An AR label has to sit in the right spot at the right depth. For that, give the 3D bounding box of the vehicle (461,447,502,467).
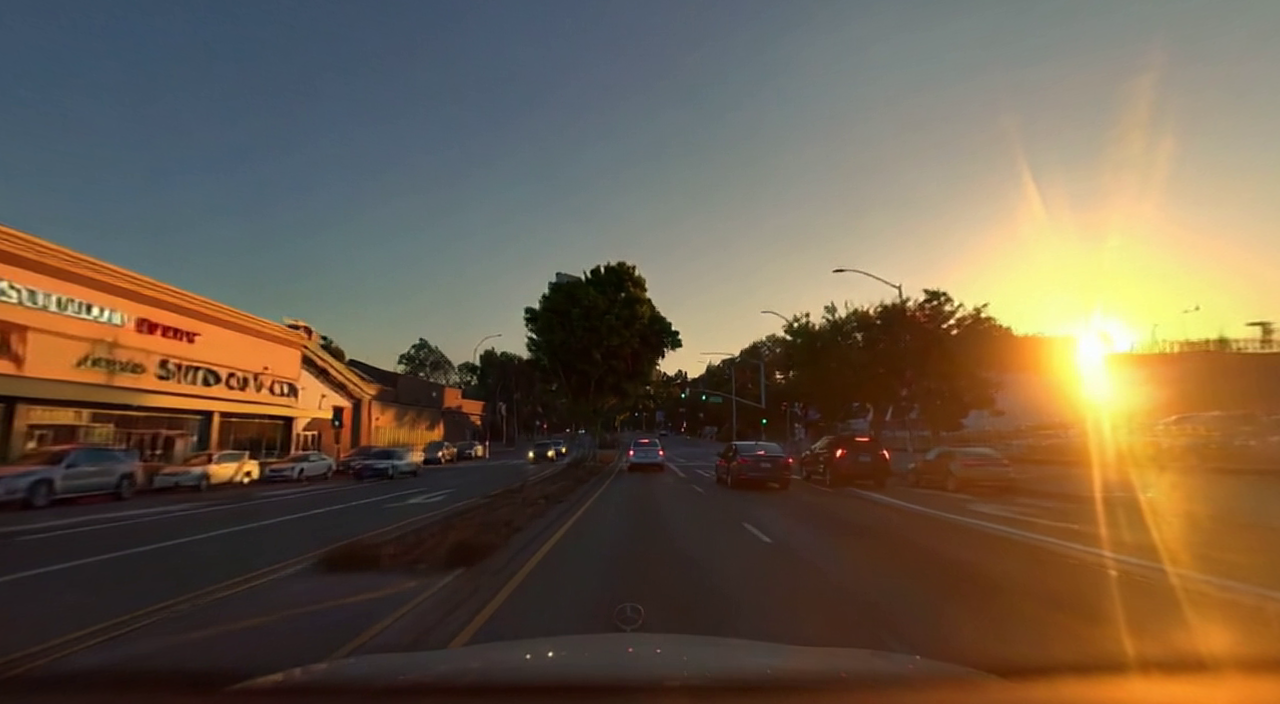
[{"bbox_3d":[-12.406,8.185,49.594,1.887,1.453,4.696,0,-8,1],"label":"vehicle"}]

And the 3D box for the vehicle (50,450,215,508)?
[{"bbox_3d":[-15.614,3.878,19.743,1.798,1.541,4.002,0,-8,0],"label":"vehicle"}]

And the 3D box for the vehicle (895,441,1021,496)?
[{"bbox_3d":[10.377,3.788,21.068,1.845,1.454,4.620,0,-6,0],"label":"vehicle"}]

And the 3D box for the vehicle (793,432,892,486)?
[{"bbox_3d":[7.152,3.821,22.788,2.040,1.738,4.414,0,-8,-1],"label":"vehicle"}]

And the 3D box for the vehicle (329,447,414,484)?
[{"bbox_3d":[-12.082,5.112,28.694,2.087,1.499,3.939,0,-8,0],"label":"vehicle"}]

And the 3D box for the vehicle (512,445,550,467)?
[{"bbox_3d":[-7.974,7.581,46.375,2.102,1.496,4.465,0,-8,-1],"label":"vehicle"}]

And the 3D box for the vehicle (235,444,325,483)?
[{"bbox_3d":[-18.905,5.988,33.432,2.062,1.634,4.535,-2,-15,0],"label":"vehicle"}]

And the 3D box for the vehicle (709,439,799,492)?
[{"bbox_3d":[3.489,3.549,20.212,1.963,1.484,4.609,0,-8,-1],"label":"vehicle"}]

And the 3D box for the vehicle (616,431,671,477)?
[{"bbox_3d":[0.164,4.456,27.764,2.210,1.861,4.280,0,-8,0],"label":"vehicle"}]
